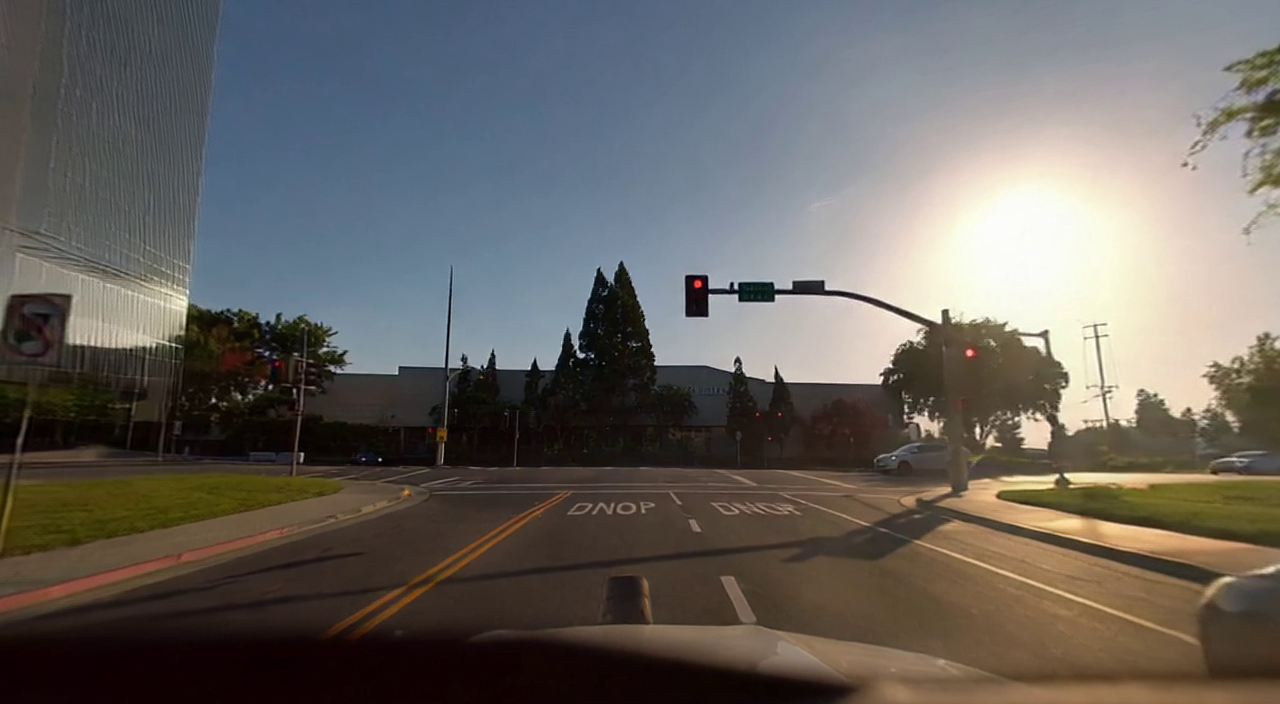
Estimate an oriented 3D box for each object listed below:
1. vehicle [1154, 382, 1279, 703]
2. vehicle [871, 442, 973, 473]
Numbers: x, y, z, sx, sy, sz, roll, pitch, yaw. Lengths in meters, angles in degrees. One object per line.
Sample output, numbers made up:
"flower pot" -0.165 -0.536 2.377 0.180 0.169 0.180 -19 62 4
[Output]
"vehicle" 3.212 0.606 0.231 2.036 1.583 4.911 -1 -8 2
"vehicle" 15.806 5.929 35.524 4.715 1.671 2.030 0 -8 0
